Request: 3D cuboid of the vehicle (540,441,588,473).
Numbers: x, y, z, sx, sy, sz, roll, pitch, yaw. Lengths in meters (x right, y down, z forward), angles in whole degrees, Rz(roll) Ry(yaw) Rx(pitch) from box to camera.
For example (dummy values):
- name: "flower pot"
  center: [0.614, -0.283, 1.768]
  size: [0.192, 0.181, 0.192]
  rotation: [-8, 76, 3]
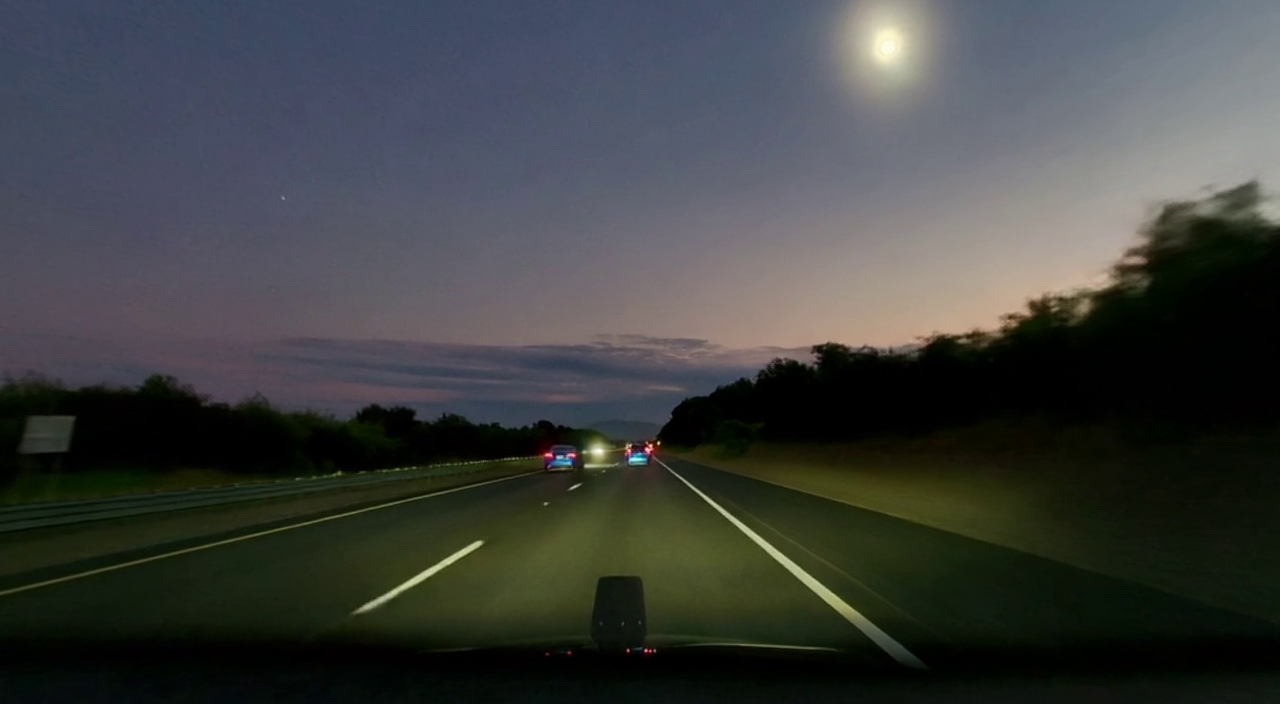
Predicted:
- name: "vehicle"
  center: [-4.200, 5.888, 35.406]
  size: [2.113, 1.656, 4.215]
  rotation: [0, -9, 0]

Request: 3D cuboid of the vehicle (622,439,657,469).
- name: "vehicle"
  center: [-0.035, 6.514, 40.252]
  size: [2.126, 1.786, 3.958]
  rotation: [0, -9, 0]
